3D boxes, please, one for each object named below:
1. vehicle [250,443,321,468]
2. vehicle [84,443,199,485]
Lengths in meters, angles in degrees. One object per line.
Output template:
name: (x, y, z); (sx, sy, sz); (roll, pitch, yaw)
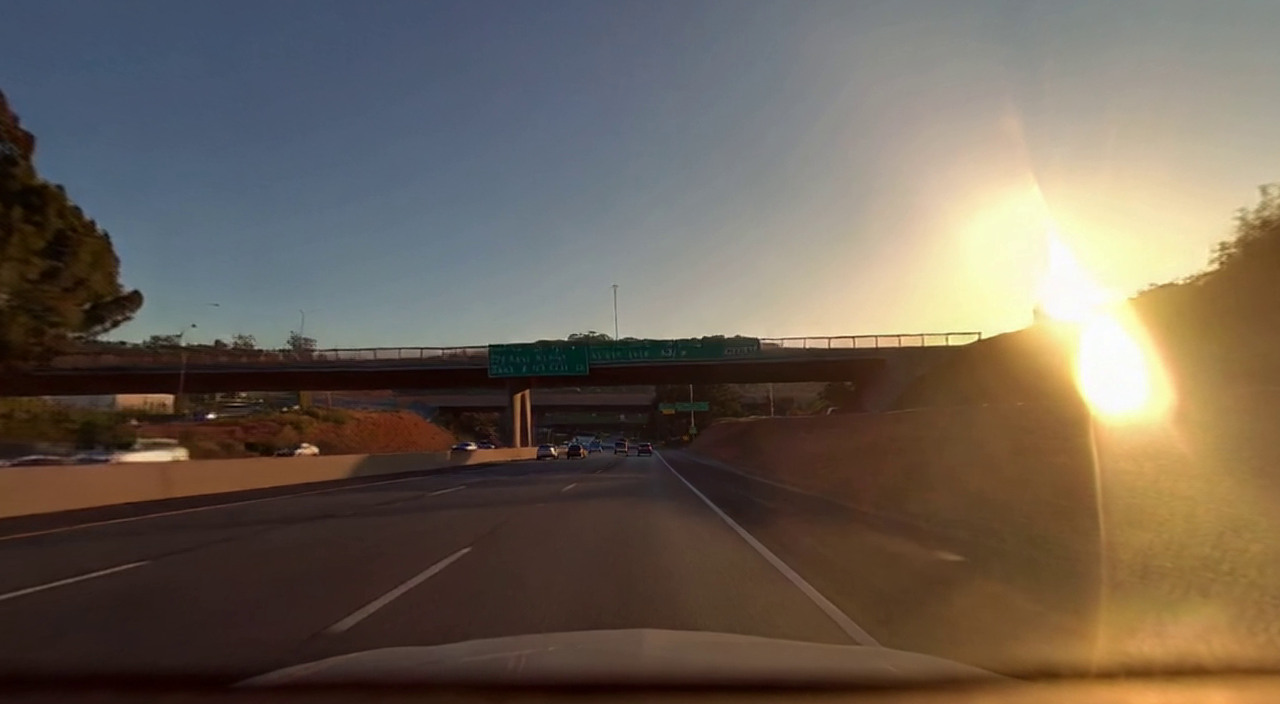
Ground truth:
vehicle: (-27.811, 8.135, 49.702); (2.679, 1.808, 5.054); (0, -8, -1)
vehicle: (-17.057, 3.816, 21.761); (1.408, 1.314, 3.169); (0, -8, -1)
